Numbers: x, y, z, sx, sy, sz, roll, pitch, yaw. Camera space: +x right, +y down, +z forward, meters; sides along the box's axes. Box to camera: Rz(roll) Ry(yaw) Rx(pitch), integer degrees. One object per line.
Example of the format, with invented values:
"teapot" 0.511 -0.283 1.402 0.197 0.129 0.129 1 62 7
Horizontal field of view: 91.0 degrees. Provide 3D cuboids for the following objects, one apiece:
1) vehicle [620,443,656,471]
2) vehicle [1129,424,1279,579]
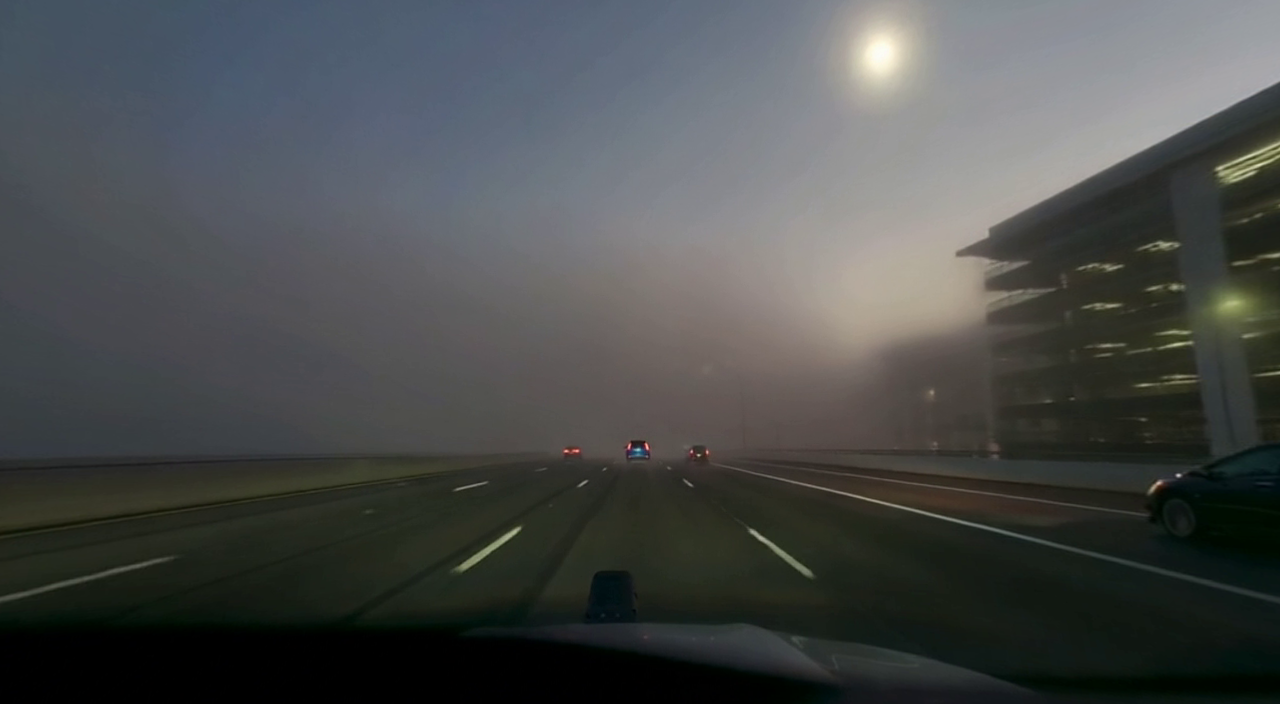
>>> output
"vehicle" -0.108 6.132 37.082 2.036 1.542 3.891 0 -8 0
"vehicle" 7.245 1.382 5.604 1.937 1.498 4.710 0 -8 -1
